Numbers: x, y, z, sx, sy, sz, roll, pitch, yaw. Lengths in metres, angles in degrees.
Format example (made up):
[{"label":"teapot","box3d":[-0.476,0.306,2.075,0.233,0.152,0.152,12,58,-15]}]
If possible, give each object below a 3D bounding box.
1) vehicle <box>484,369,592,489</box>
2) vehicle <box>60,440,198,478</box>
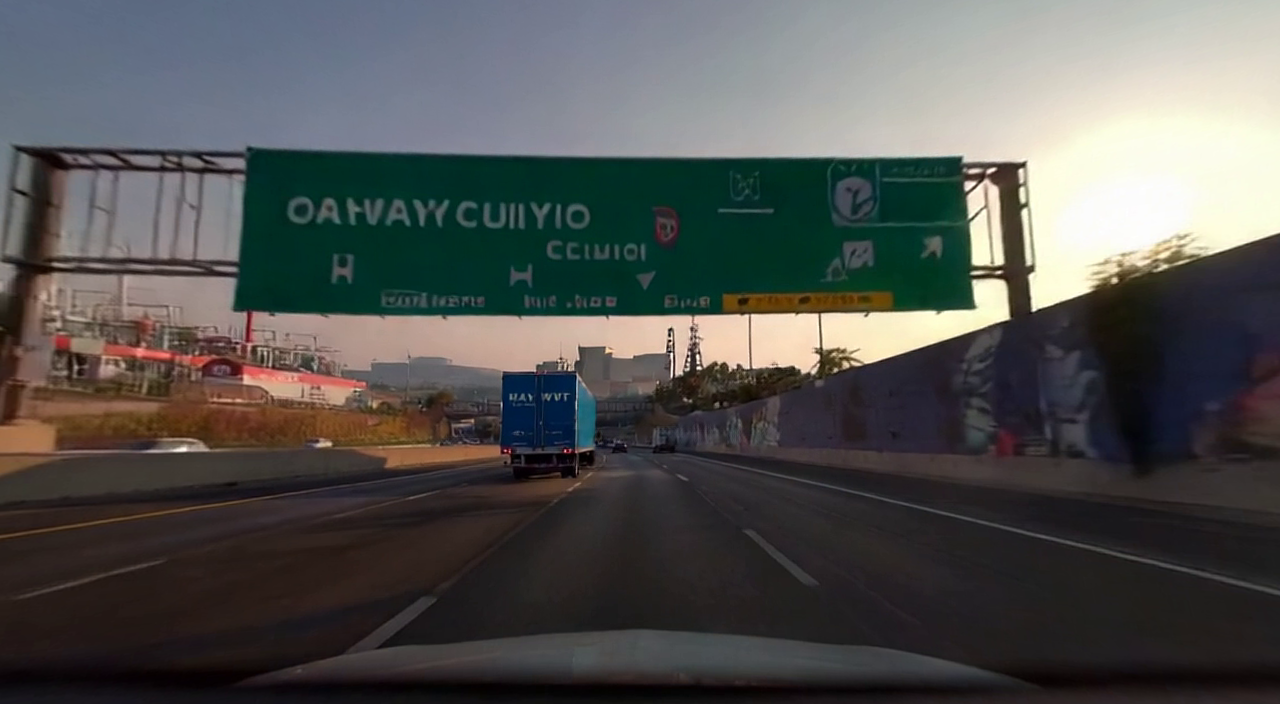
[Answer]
[{"label":"vehicle","box3d":[-3.846,3.150,26.230,2.977,4.048,8.890,2,-7,-1]},{"label":"vehicle","box3d":[-21.582,4.523,26.946,1.849,1.491,4.662,-1,-8,3]}]
